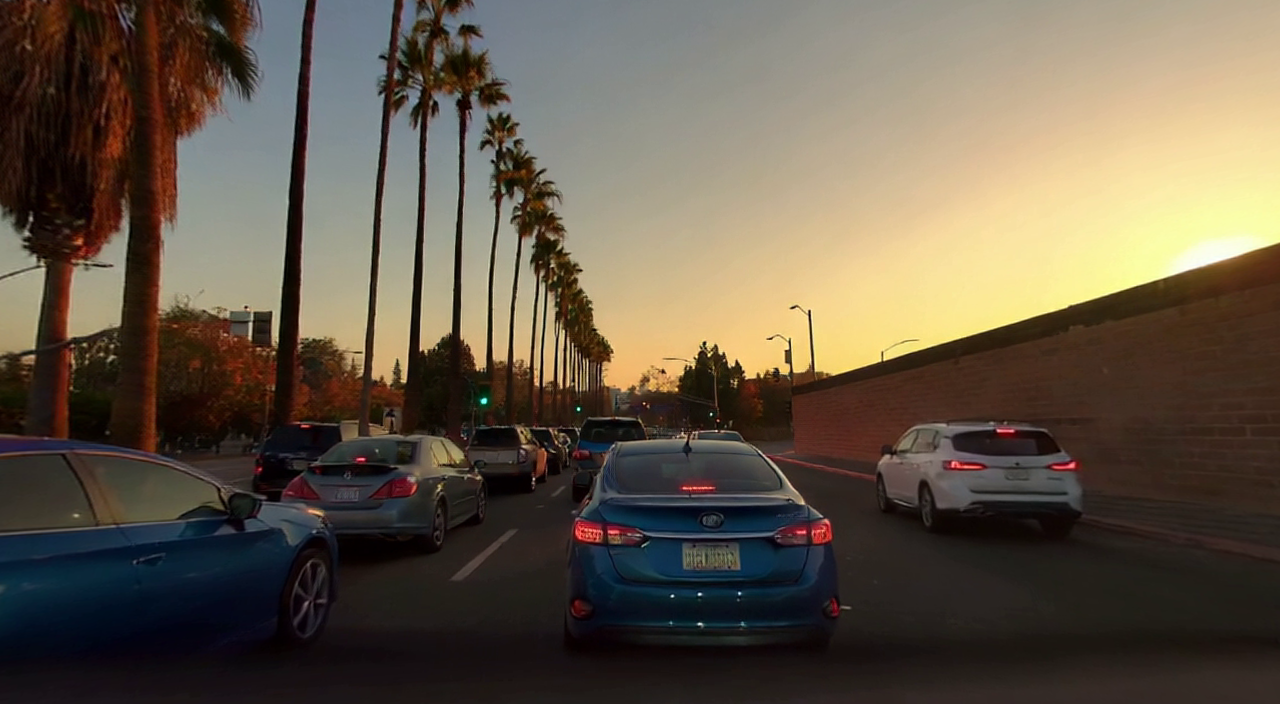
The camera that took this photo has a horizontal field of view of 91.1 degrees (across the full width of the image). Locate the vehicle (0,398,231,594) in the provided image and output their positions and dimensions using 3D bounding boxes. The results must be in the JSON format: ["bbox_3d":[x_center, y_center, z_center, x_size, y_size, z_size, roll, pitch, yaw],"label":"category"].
[{"bbox_3d":[-6.676,1.400,6.382,1.963,1.721,4.662,0,-8,-2],"label":"vehicle"}]

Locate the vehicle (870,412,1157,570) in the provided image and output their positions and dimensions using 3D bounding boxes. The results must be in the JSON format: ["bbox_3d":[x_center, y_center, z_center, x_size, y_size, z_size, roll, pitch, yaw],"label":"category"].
[{"bbox_3d":[4.964,1.871,9.283,2.112,1.717,4.432,-2,-9,10],"label":"vehicle"}]

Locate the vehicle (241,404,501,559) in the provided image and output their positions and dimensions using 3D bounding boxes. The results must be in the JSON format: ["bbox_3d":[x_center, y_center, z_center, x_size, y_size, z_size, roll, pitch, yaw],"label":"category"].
[{"bbox_3d":[-3.520,1.783,9.275,2.055,1.746,4.136,0,-8,-1],"label":"vehicle"}]

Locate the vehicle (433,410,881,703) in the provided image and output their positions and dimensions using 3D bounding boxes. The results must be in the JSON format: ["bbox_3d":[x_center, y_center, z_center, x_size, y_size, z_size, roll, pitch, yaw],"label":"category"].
[{"bbox_3d":[0.041,1.340,5.193,2.128,1.473,4.272,0,-8,-1],"label":"vehicle"}]
